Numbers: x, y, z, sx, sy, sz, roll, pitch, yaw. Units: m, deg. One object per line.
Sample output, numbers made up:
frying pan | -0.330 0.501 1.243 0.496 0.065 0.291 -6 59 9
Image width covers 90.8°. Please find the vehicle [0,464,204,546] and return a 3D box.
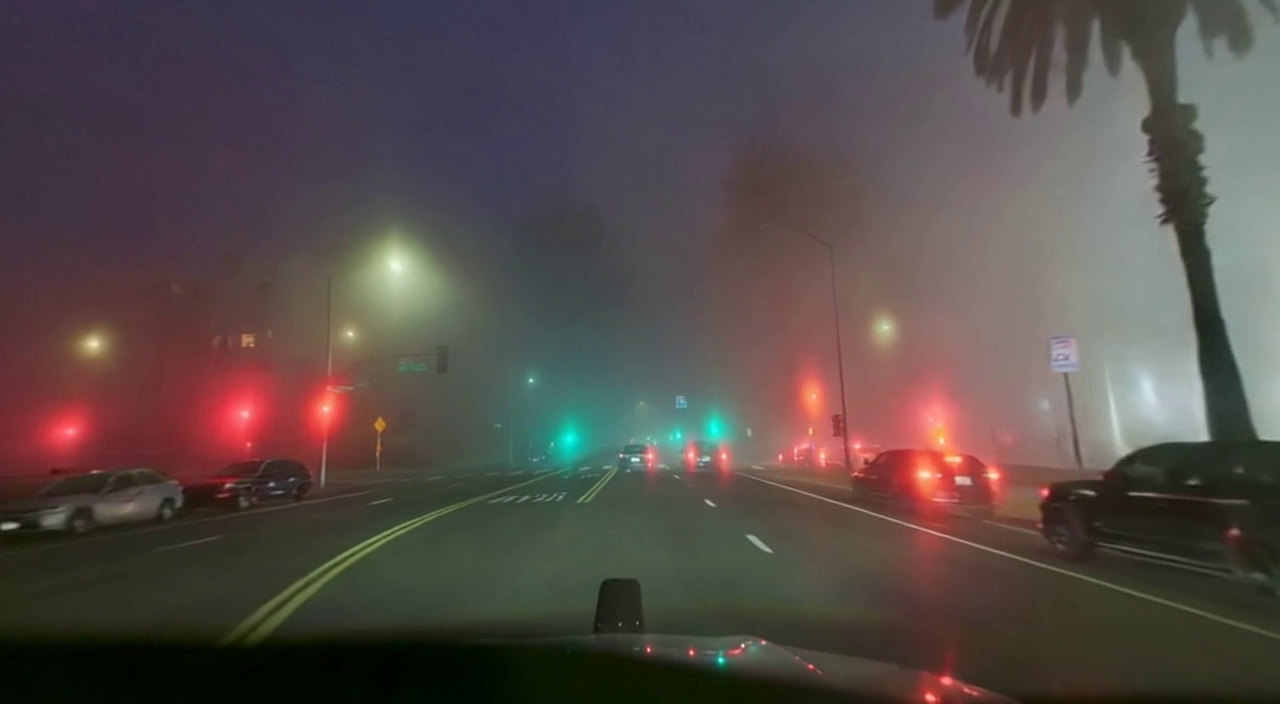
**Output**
vehicle | -12.450 3.414 14.419 1.978 1.501 4.355 -3 -11 -2

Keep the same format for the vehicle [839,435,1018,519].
vehicle | 6.417 2.809 14.744 2.157 1.640 4.228 0 -8 0

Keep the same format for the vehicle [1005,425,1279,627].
vehicle | 6.300 1.603 6.412 2.174 1.643 4.860 0 -8 -2

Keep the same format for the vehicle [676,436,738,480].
vehicle | 2.731 4.445 26.770 2.003 1.702 4.288 0 -8 -2

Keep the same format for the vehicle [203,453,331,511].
vehicle | -12.672 4.482 21.818 1.949 1.682 4.094 -3 -11 -1

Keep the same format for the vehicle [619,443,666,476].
vehicle | 0.100 5.083 30.157 2.088 1.452 3.993 0 -8 -1
